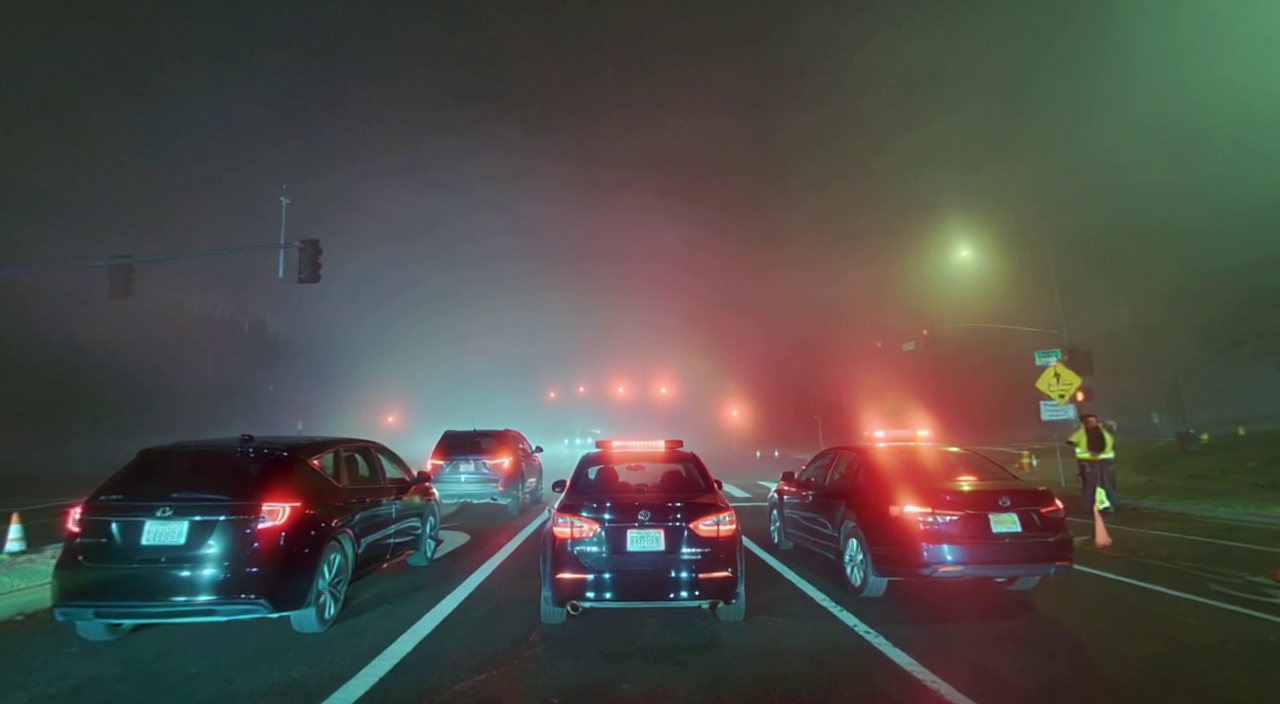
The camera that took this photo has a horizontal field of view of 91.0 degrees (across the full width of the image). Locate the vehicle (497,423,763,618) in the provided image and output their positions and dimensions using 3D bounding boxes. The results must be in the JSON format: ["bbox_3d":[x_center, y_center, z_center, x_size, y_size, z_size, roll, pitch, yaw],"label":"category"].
[{"bbox_3d":[-0.124,1.631,7.113,2.061,1.486,4.332,0,-8,-1],"label":"vehicle"}]

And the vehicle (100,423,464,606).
[{"bbox_3d":[-3.608,1.681,7.397,1.863,1.526,4.006,0,-9,1],"label":"vehicle"}]

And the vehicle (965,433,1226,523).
[{"bbox_3d":[9.356,2.588,13.595,1.957,1.576,4.670,0,-9,-3],"label":"vehicle"}]
